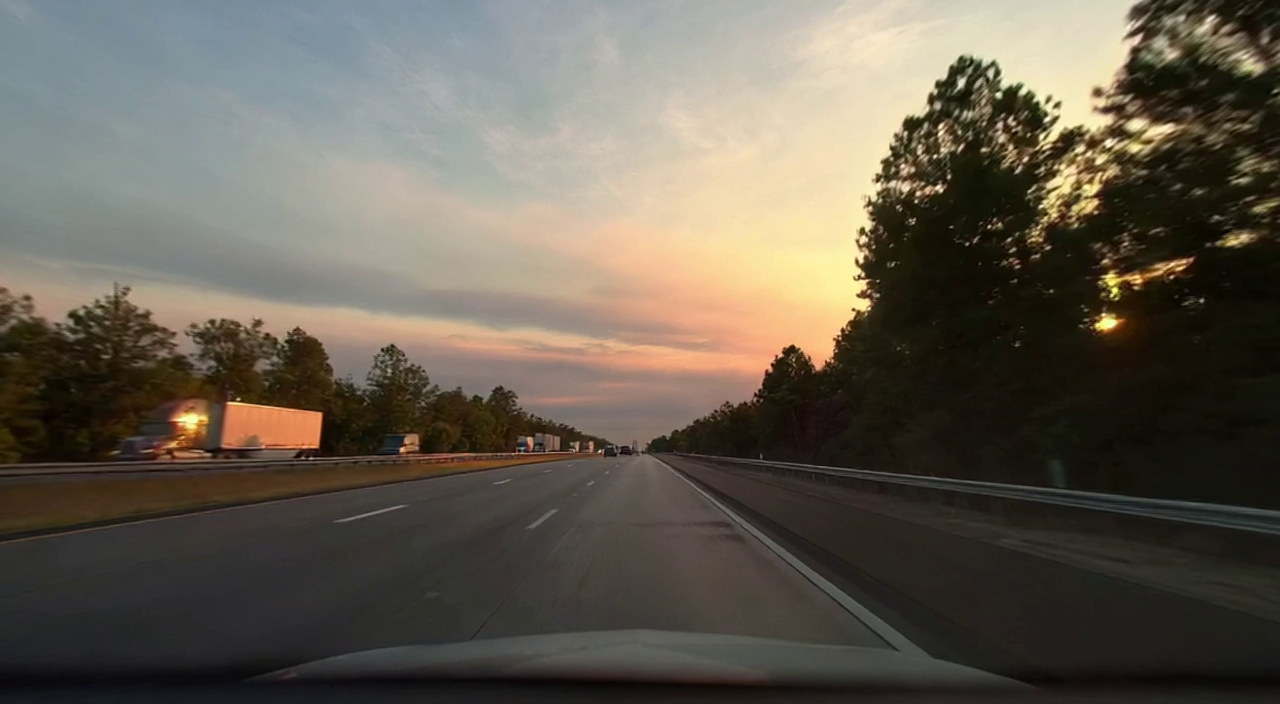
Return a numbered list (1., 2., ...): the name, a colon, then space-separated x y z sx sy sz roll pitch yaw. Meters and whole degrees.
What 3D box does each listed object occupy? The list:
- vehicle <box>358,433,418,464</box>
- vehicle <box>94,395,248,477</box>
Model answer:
1. vehicle: -18.989 7.317 47.860 2.371 2.191 5.138 0 -9 0
2. vehicle: -23.659 4.350 32.355 2.978 3.770 6.115 0 -9 0
